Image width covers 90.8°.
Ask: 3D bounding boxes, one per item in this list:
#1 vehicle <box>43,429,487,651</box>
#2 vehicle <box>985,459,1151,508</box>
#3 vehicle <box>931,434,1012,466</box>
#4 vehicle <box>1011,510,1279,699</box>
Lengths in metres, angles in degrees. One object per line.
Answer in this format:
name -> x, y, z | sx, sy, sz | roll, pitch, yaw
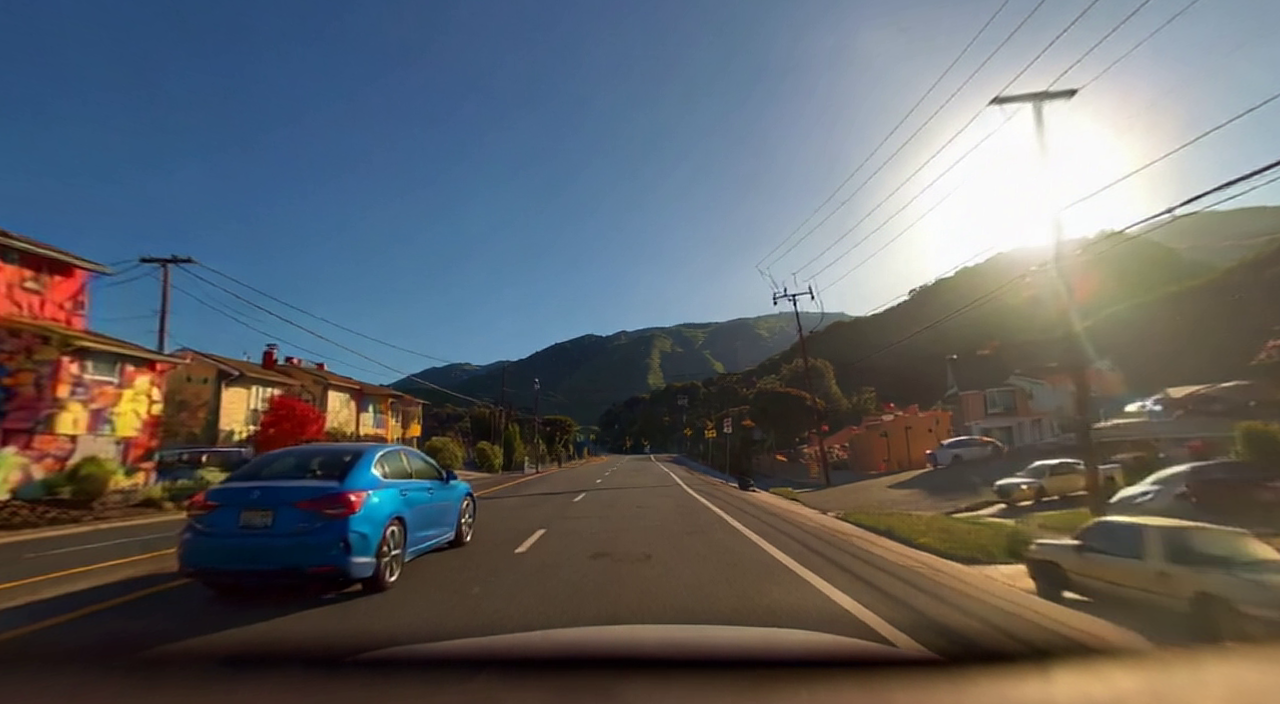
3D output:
vehicle -> -3.074, 1.592, 6.458 | 1.972, 1.496, 4.150 | 0, -8, 0
vehicle -> 16.829, 5.174, 25.069 | 4.995, 1.794, 2.020 | -1, -8, 4
vehicle -> 24.065, 7.092, 45.820 | 5.478, 1.869, 2.206 | 1, -11, -27
vehicle -> 7.295, 3.190, 8.735 | 1.976, 1.563, 3.852 | 0, -8, 0
